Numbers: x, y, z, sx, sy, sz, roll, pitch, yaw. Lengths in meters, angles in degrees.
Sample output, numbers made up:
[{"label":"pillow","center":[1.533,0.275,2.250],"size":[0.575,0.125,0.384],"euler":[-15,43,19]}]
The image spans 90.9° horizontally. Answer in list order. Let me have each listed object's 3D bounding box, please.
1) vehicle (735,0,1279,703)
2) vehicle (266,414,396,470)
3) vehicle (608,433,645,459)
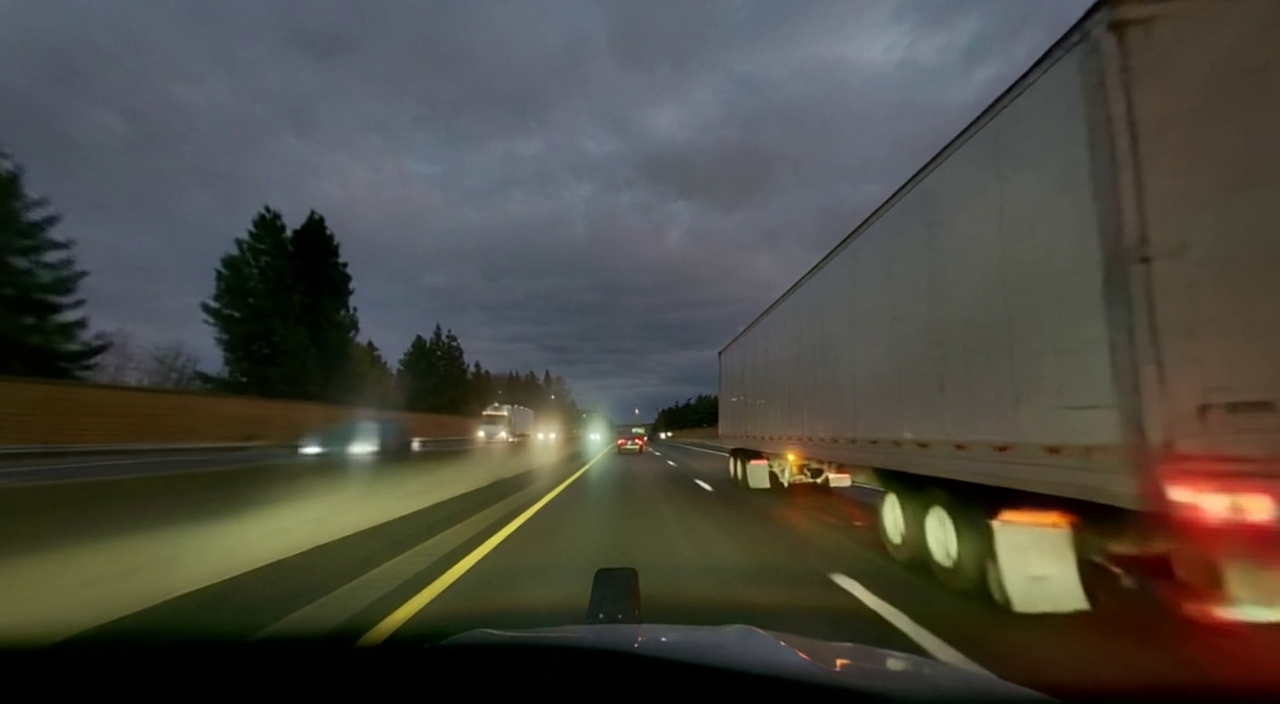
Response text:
[{"label":"vehicle","center":[4.228,0.594,9.929],"size":[2.953,4.045,13.843],"euler":[0,-8,-1]},{"label":"vehicle","center":[-9.480,2.808,19.777],"size":[2.019,1.536,4.191],"euler":[0,-8,-1]},{"label":"vehicle","center":[-0.811,5.755,38.812],"size":[2.119,1.480,4.000],"euler":[0,-8,-1]}]
